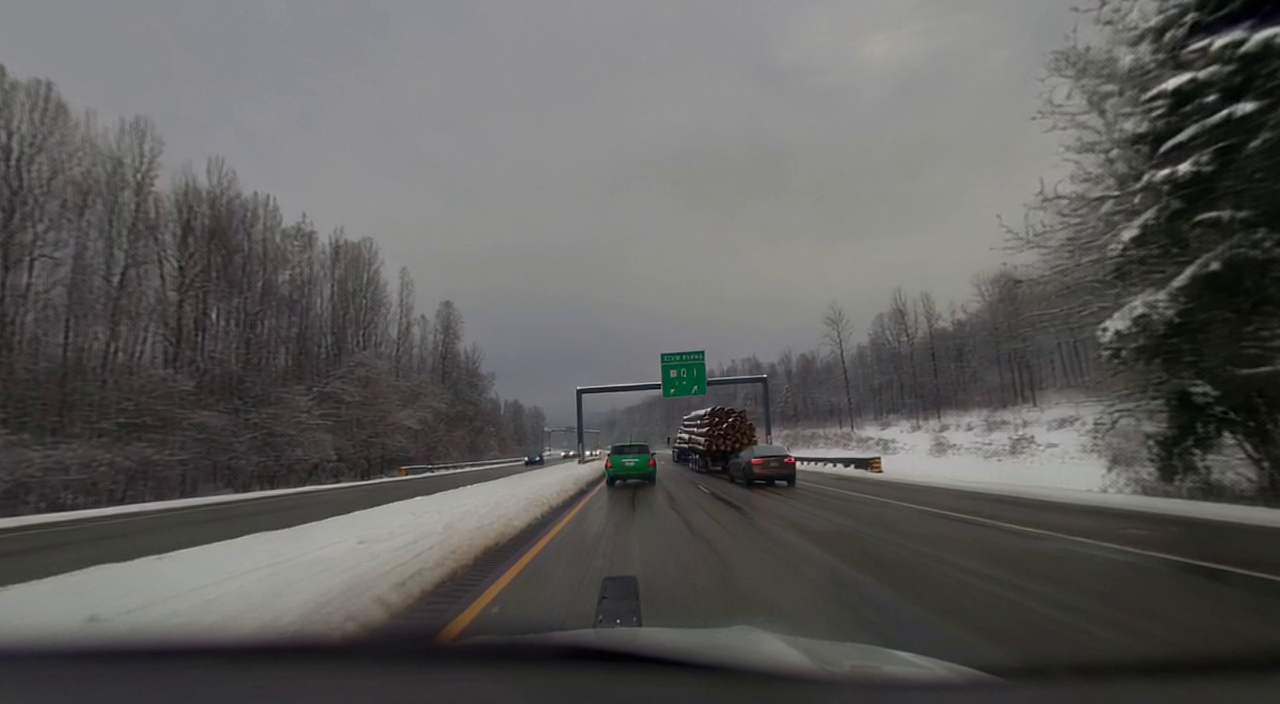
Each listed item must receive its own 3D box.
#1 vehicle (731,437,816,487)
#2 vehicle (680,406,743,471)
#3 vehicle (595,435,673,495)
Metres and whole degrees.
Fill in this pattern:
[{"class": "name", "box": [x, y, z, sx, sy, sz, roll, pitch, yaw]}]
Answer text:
[{"class": "vehicle", "box": [4.861, 4.097, 23.601, 2.057, 1.660, 4.525, 0, -9, -2]}, {"class": "vehicle", "box": [4.616, 5.921, 42.457, 3.125, 3.895, 8.461, 0, -9, -1]}, {"class": "vehicle", "box": [-0.178, 3.624, 20.407, 2.263, 1.699, 3.936, -1, -9, 0]}]
